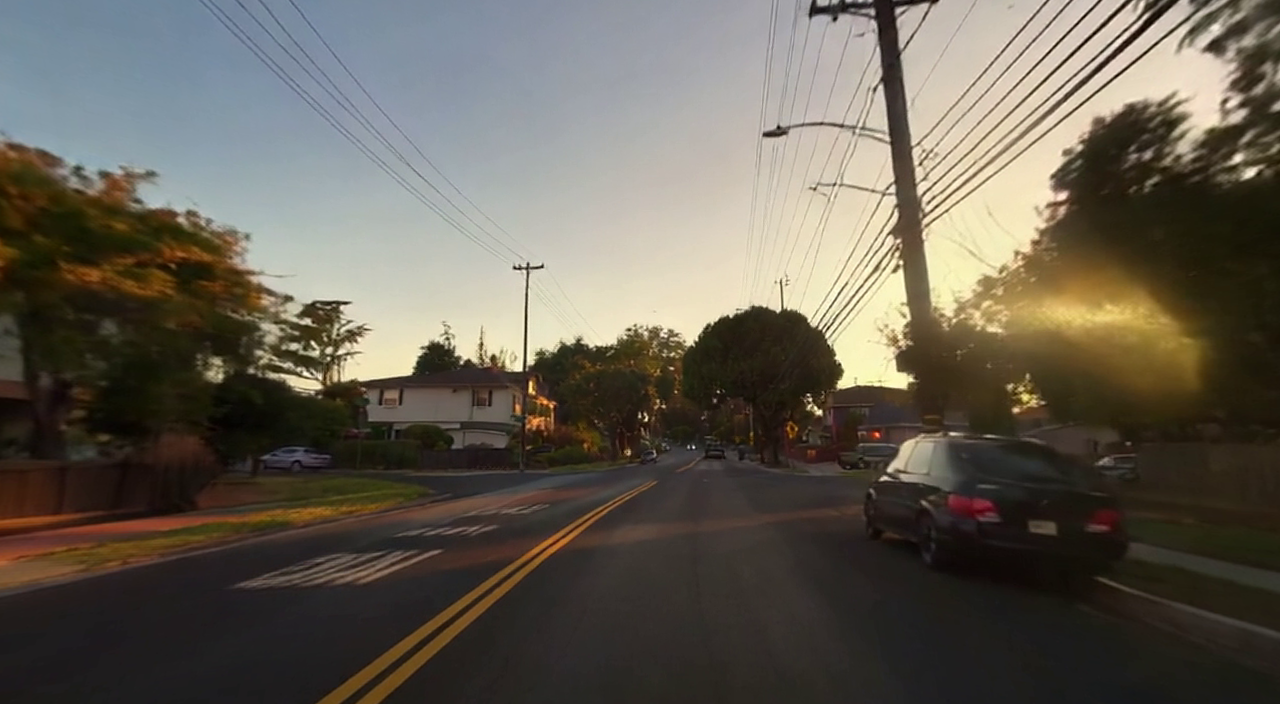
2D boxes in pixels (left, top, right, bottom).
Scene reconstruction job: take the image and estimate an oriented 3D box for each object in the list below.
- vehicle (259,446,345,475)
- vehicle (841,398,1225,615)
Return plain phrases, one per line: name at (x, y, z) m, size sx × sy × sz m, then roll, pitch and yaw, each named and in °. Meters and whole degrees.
vehicle at (-19.737, 6.340, 37.004) m, size 3.918 × 1.577 × 1.972 m, roll -1°, pitch -9°, yaw 3°
vehicle at (4.106, 1.681, 7.784) m, size 2.070 × 1.847 × 4.457 m, roll -1°, pitch -9°, yaw 4°
